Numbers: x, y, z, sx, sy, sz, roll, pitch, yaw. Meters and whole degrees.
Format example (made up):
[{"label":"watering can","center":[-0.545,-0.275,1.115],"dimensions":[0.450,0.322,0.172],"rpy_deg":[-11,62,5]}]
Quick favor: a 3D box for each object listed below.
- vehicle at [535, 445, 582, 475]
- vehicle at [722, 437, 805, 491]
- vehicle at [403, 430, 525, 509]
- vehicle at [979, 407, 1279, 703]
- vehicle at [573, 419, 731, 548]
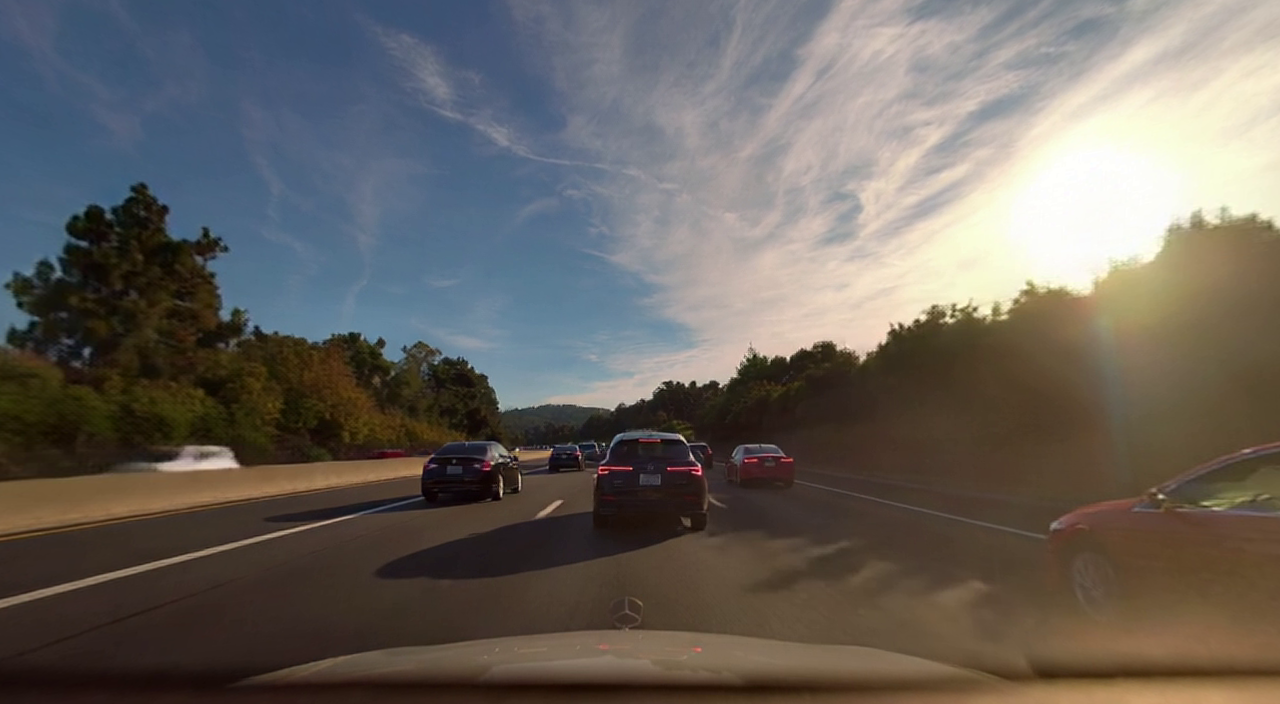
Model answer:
[{"label":"vehicle","center":[-4.172,5.624,32.966],"dimensions":[1.910,1.468,3.781],"rpy_deg":[0,-9,1]},{"label":"vehicle","center":[3.986,3.678,20.930],"dimensions":[1.905,1.590,3.746],"rpy_deg":[0,-9,-1]},{"label":"vehicle","center":[-4.191,2.853,15.662],"dimensions":[1.890,1.708,3.844],"rpy_deg":[0,-9,0]},{"label":"vehicle","center":[3.678,0.956,2.672],"dimensions":[1.953,1.434,4.511],"rpy_deg":[0,-9,0]},{"label":"vehicle","center":[0.154,2.042,10.332],"dimensions":[2.093,1.695,3.782],"rpy_deg":[0,-9,0]}]
